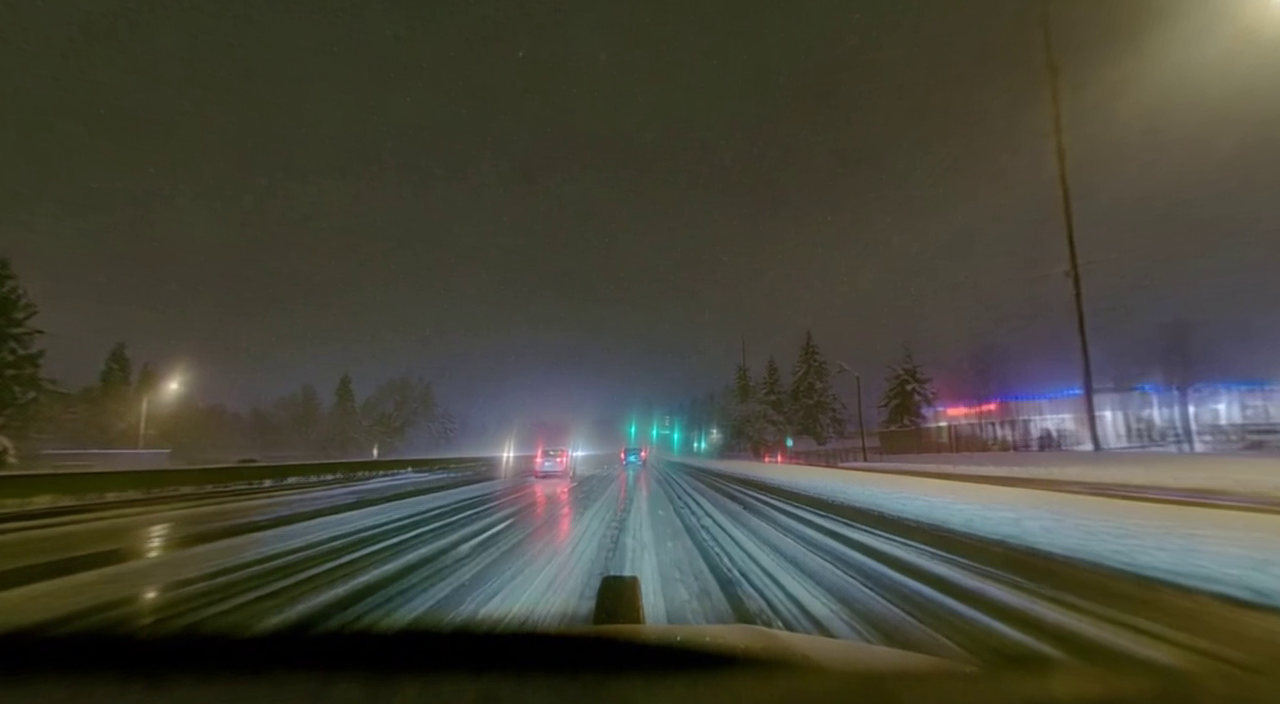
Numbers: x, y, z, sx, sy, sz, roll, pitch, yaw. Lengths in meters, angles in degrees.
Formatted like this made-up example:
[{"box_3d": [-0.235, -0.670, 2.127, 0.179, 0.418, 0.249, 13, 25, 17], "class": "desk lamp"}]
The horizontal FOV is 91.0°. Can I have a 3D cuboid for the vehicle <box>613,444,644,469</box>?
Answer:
[{"box_3d": [-0.779, 7.596, 45.790, 2.102, 1.692, 4.057, 0, -9, 1], "class": "vehicle"}]

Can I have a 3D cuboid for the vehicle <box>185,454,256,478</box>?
[{"box_3d": [-29.967, 8.136, 45.141, 1.955, 1.593, 4.483, 0, -9, 0], "class": "vehicle"}]

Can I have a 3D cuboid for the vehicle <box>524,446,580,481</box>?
[{"box_3d": [-4.267, 5.485, 31.268, 2.071, 1.553, 4.388, 0, -9, 1], "class": "vehicle"}]
